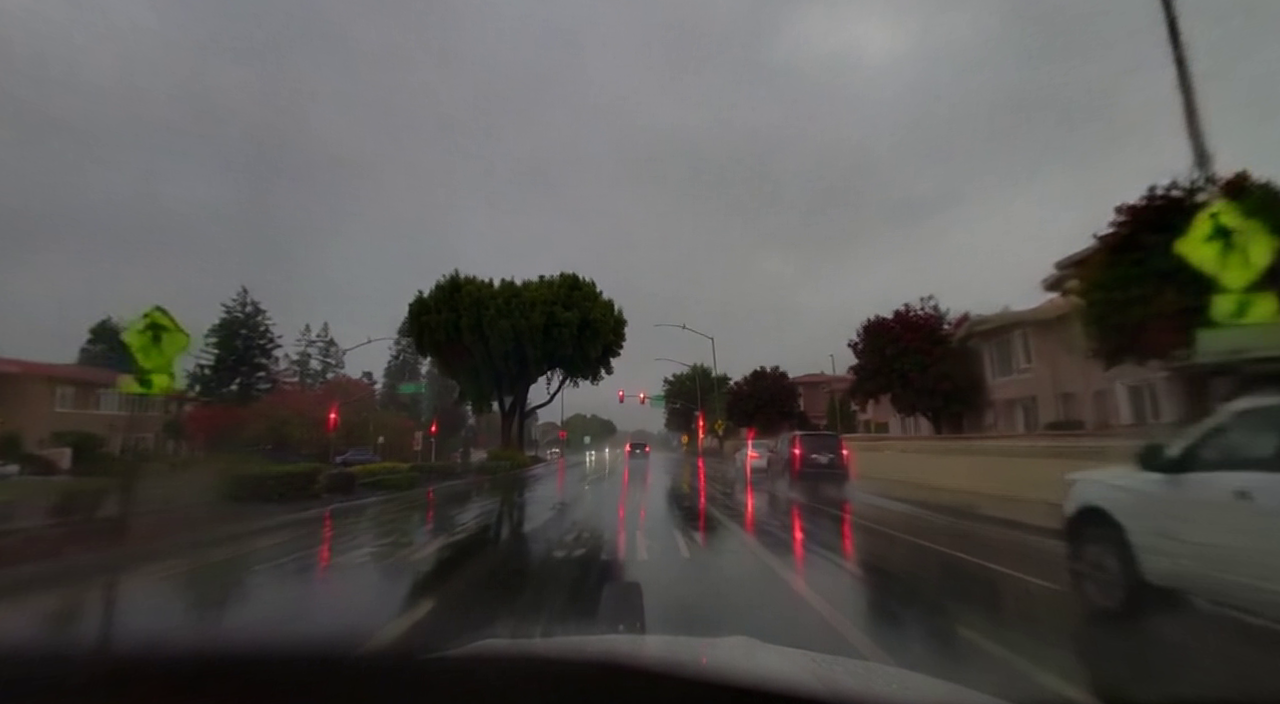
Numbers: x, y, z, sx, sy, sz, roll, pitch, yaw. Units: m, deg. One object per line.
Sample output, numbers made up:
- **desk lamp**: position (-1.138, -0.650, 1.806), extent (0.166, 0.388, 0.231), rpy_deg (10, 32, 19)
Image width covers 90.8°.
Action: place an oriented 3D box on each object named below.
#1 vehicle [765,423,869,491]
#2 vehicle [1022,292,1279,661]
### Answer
- **vehicle**: position (5.611, 3.384, 20.723), extent (2.008, 1.930, 4.919), rpy_deg (0, -8, 1)
- **vehicle**: position (5.506, 0.767, 3.750), extent (2.324, 2.468, 6.422), rpy_deg (1, -9, -1)
